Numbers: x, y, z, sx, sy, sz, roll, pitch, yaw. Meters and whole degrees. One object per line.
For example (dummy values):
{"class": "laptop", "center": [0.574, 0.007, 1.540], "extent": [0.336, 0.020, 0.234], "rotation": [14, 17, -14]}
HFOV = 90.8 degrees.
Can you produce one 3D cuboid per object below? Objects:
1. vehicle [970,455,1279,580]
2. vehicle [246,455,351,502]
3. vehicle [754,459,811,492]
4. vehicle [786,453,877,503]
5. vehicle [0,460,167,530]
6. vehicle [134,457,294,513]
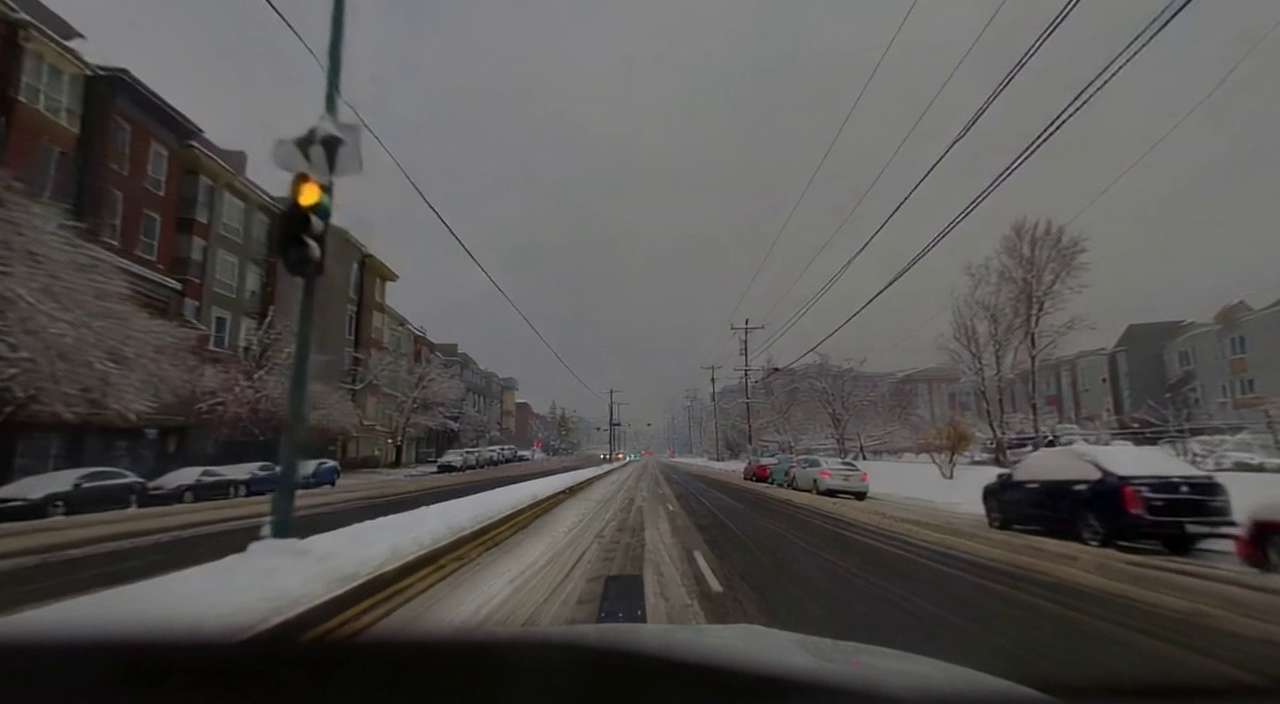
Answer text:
{"class": "vehicle", "center": [7.658, 2.482, 10.393], "extent": [1.941, 1.496, 4.656], "rotation": [0, -8, 0]}
{"class": "vehicle", "center": [-14.671, 5.430, 27.542], "extent": [2.107, 1.771, 4.871], "rotation": [0, -8, -4]}
{"class": "vehicle", "center": [7.544, 6.586, 33.972], "extent": [1.997, 1.517, 4.755], "rotation": [0, -8, 0]}
{"class": "vehicle", "center": [7.536, 4.982, 25.400], "extent": [2.143, 1.731, 4.781], "rotation": [0, -8, 0]}
{"class": "vehicle", "center": [-14.662, 3.599, 16.392], "extent": [1.879, 1.507, 3.745], "rotation": [0, -8, -2]}
{"class": "vehicle", "center": [-14.674, 4.557, 22.224], "extent": [2.124, 1.626, 4.908], "rotation": [0, -8, 1]}
